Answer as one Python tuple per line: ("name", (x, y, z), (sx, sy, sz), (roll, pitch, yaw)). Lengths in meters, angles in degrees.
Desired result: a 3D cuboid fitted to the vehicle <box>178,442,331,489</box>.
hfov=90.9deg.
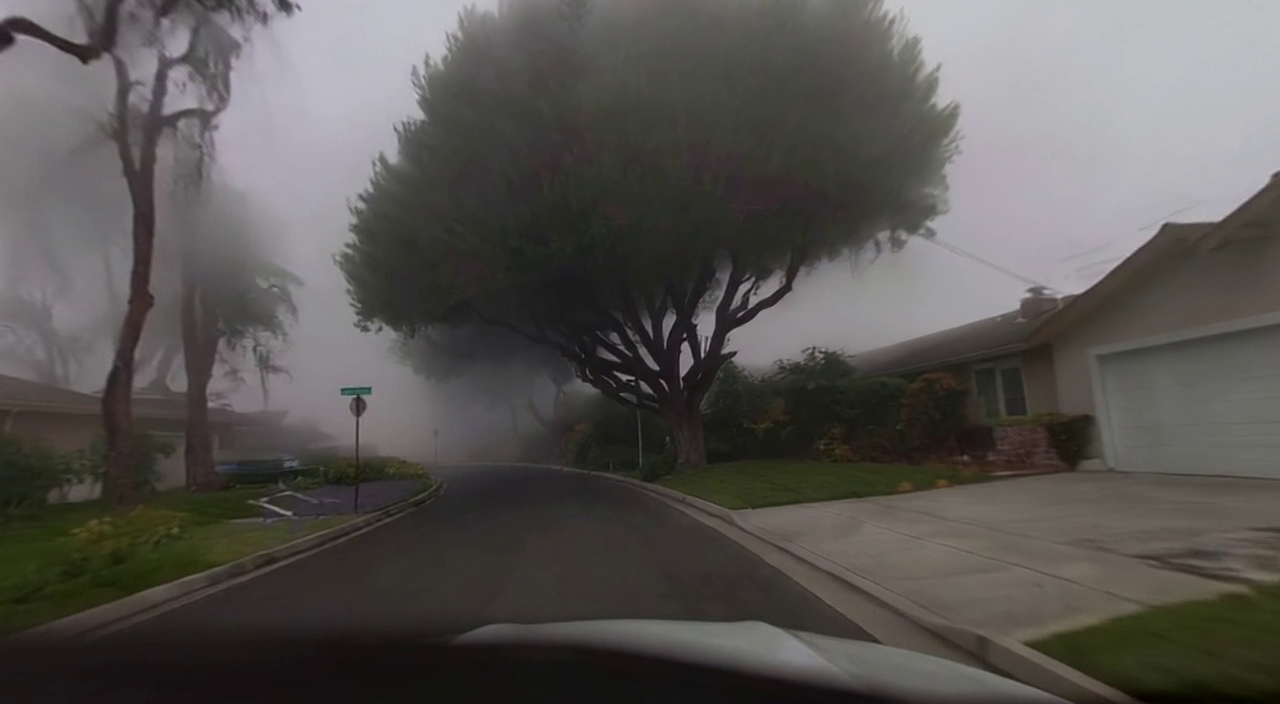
("vehicle", (-14.438, 4.248, 23.853), (4.471, 1.638, 1.877), (1, -8, -8))
